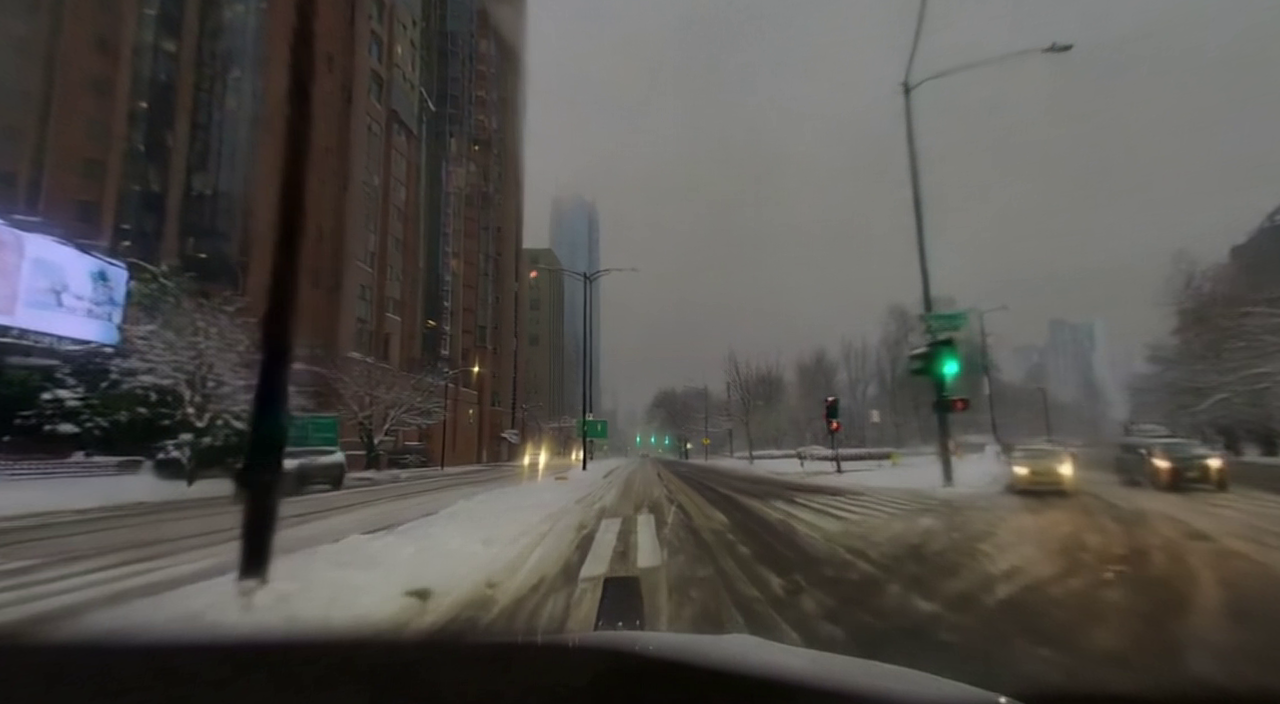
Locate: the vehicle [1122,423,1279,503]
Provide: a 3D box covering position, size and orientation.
[{"bbox_3d":[15.114,2.974,17.379,2.232,1.814,5.285,-5,-10,30],"label":"vehicle"}]

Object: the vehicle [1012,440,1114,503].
[{"bbox_3d":[11.965,3.330,18.136,2.023,1.527,5.016,-6,-10,31],"label":"vehicle"}]

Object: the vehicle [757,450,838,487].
[{"bbox_3d":[6.860,5.110,28.071,2.675,1.452,4.213,-1,-8,2],"label":"vehicle"}]

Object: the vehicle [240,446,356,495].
[{"bbox_3d":[-13.454,4.655,25.239,1.979,1.727,4.489,-1,-9,2],"label":"vehicle"}]
